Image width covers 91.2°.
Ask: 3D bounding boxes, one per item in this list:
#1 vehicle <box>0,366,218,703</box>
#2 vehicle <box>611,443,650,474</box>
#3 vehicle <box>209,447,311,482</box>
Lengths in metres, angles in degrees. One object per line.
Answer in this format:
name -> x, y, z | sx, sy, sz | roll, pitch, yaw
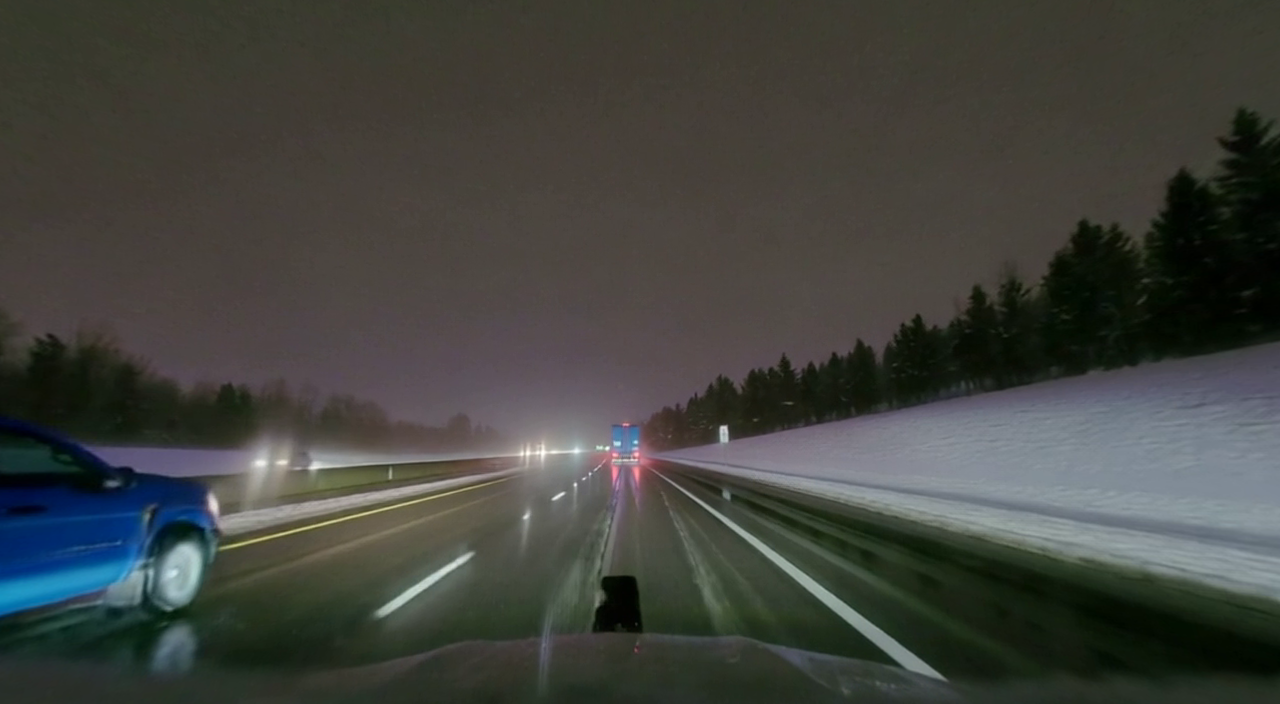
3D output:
vehicle -> -4.022, 0.757, 1.916 | 2.181, 1.653, 4.691 | 0, -9, 0
vehicle -> -0.597, 6.425, 37.863 | 2.230, 1.715, 4.243 | 0, -9, -1
vehicle -> -17.849, 5.290, 29.740 | 1.937, 1.513, 4.686 | 0, -9, -1
